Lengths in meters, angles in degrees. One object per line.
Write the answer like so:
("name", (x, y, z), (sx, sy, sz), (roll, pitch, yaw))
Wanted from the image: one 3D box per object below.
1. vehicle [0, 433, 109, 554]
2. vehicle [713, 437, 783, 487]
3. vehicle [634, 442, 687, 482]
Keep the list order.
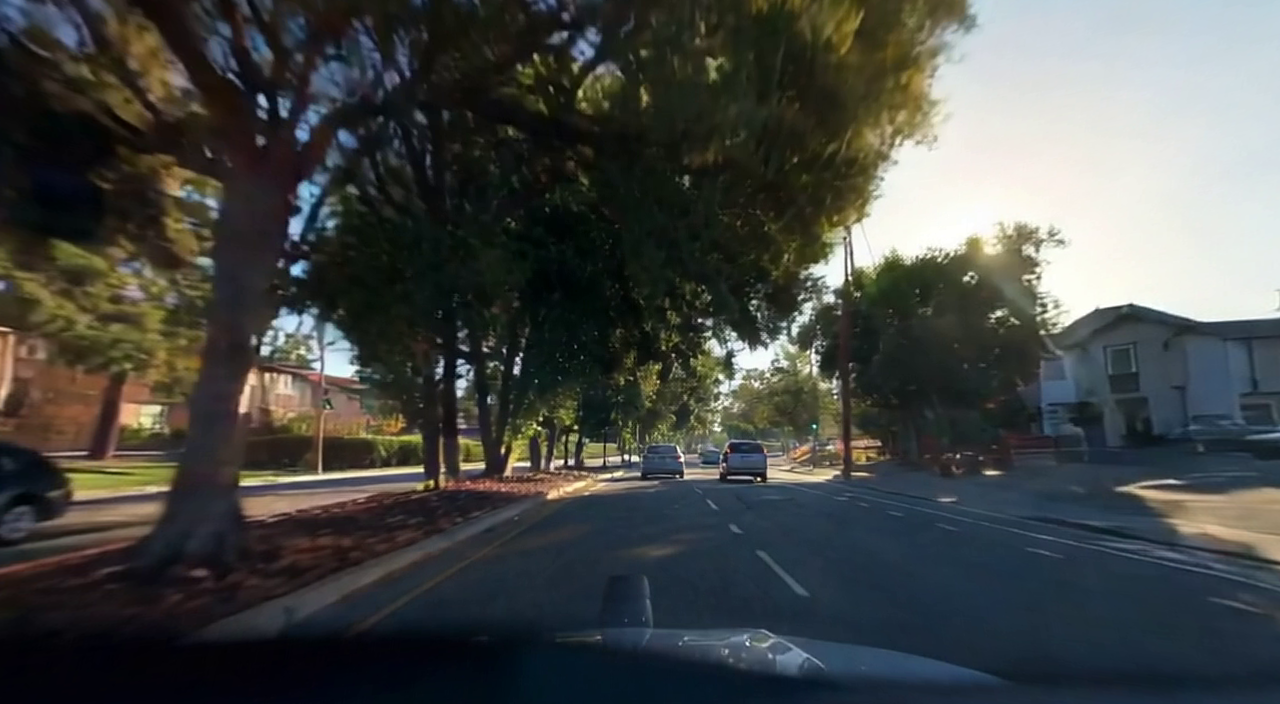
("vehicle", (-9.123, 1.675, 7.144), (1.991, 1.503, 4.688), (-1, -8, 3))
("vehicle", (4.201, 4.329, 25.183), (2.166, 1.799, 4.372), (-1, -8, 2))
("vehicle", (1.078, 5.333, 30.865), (2.185, 1.822, 4.391), (-1, -8, 7))
